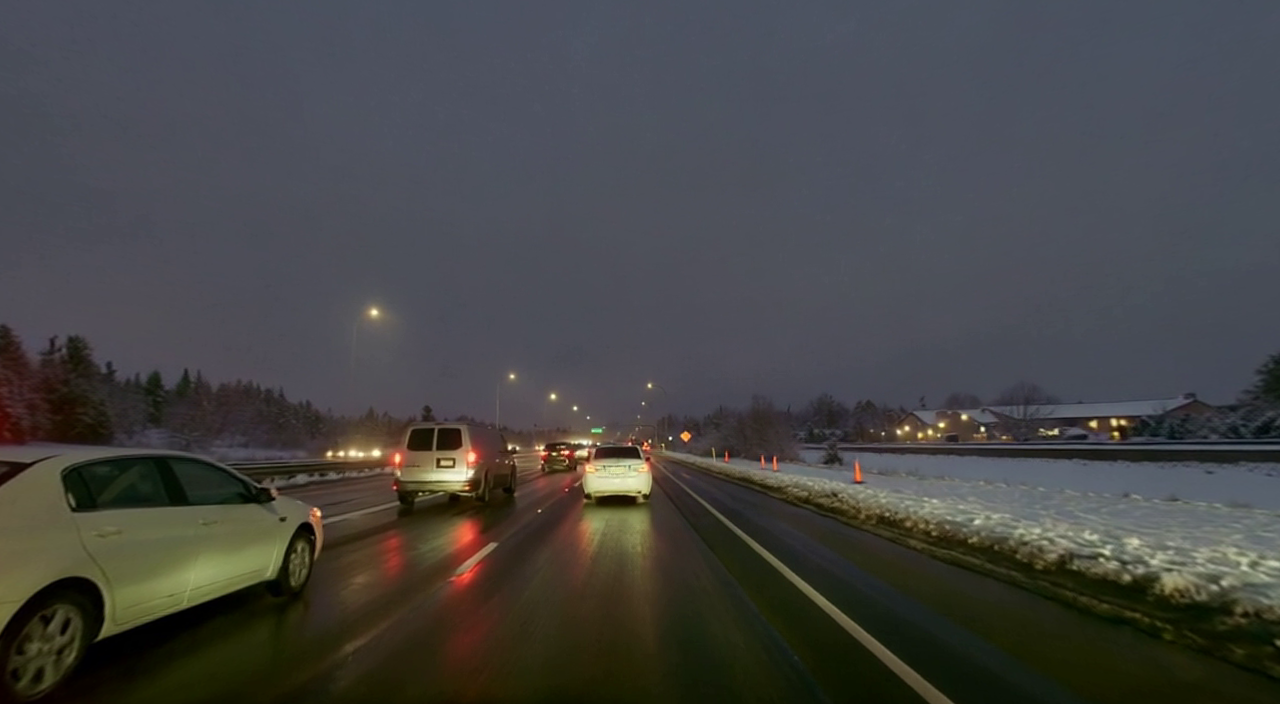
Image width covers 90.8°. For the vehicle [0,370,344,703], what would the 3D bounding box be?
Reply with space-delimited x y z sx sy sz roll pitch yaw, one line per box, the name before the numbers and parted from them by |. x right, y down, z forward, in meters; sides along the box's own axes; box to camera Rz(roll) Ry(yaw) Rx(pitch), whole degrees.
vehicle | -3.779 1.010 3.531 2.041 1.604 4.384 0 -9 1

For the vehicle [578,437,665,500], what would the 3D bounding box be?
vehicle | -0.463 3.080 17.126 2.069 1.484 3.918 0 -9 -1

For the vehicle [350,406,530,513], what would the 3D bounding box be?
vehicle | -4.279 2.458 14.857 2.324 2.012 5.740 0 -9 0

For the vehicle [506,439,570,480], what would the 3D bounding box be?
vehicle | -3.931 4.214 24.988 1.824 1.459 4.007 0 -9 0
